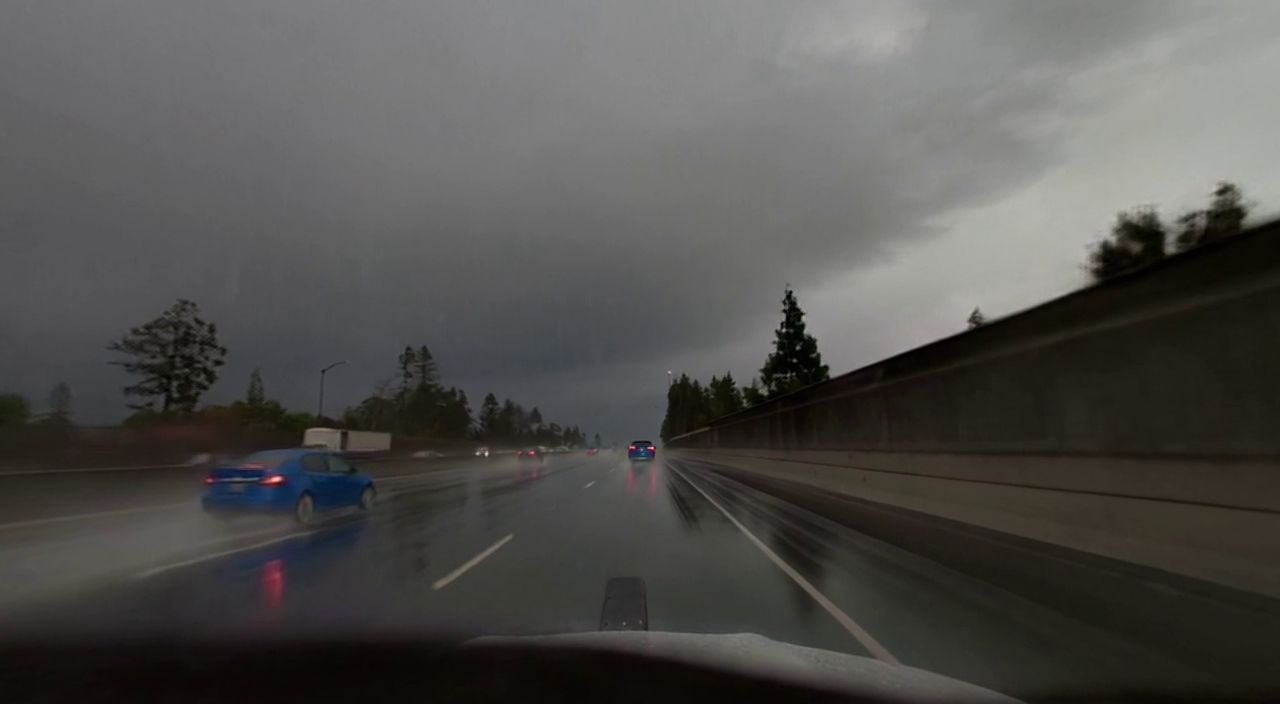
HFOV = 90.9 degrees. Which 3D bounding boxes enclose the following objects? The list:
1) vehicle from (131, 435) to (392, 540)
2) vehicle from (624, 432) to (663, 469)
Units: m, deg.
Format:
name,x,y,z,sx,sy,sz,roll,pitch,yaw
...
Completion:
name,x,y,z,sx,sy,sz,roll,pitch,yaw
vehicle,-6.603,2.377,11.788,2.116,1.570,4.377,0,-8,1
vehicle,0.218,6.221,39.905,2.318,2.145,4.561,0,-8,0
